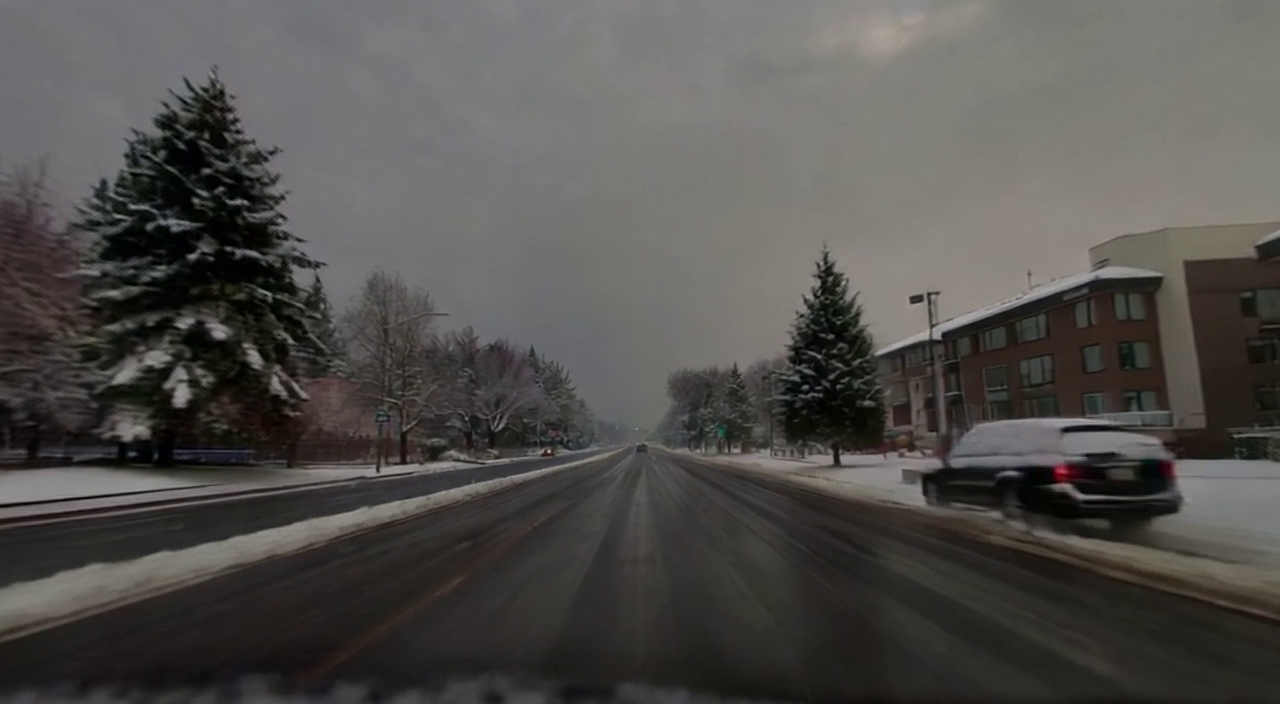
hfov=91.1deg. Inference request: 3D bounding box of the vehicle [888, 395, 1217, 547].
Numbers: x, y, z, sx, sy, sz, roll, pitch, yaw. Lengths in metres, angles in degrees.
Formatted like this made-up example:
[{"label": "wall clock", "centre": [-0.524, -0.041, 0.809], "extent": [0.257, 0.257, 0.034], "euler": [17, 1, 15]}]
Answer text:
[{"label": "vehicle", "centre": [6.956, 2.100, 11.729], "extent": [2.365, 2.138, 5.499], "euler": [0, -8, 0]}]
